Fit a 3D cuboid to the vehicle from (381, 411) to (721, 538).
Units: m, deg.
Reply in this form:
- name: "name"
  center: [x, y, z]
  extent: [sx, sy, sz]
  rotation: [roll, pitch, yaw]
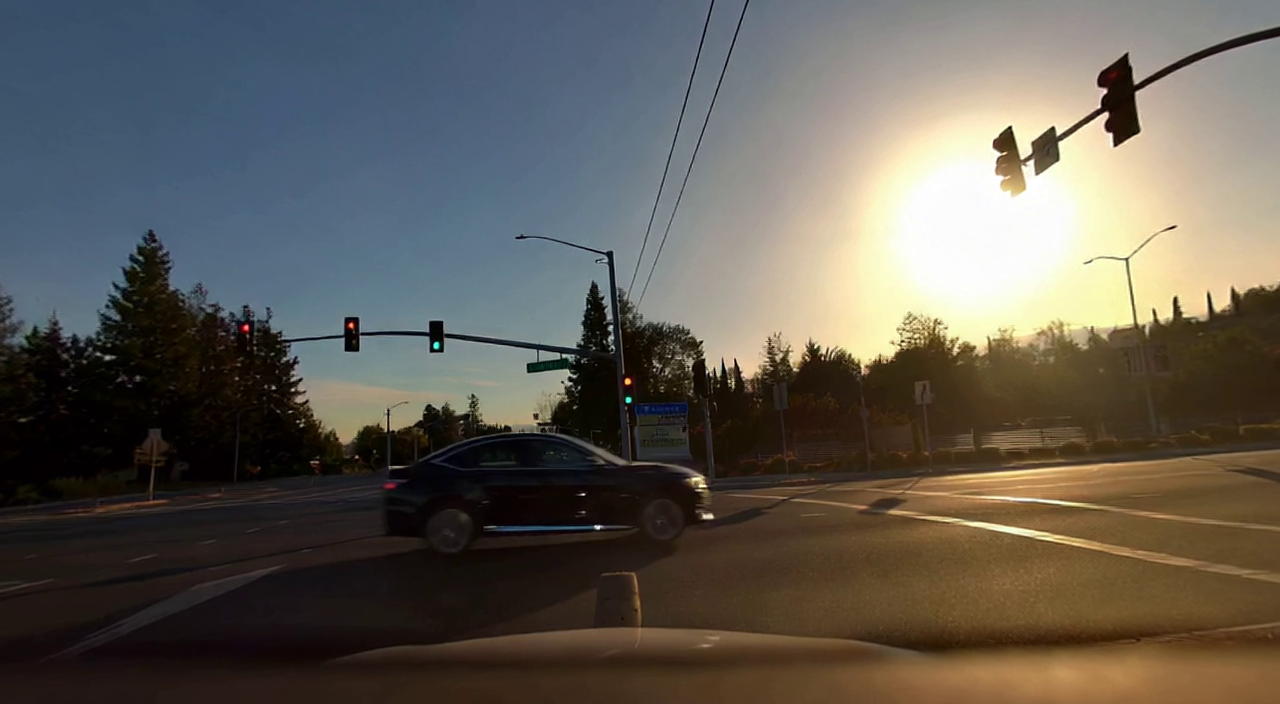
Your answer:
- name: "vehicle"
  center: [-1.291, 1.934, 10.280]
  extent: [4.881, 1.807, 2.135]
  rotation: [0, -8, -1]
